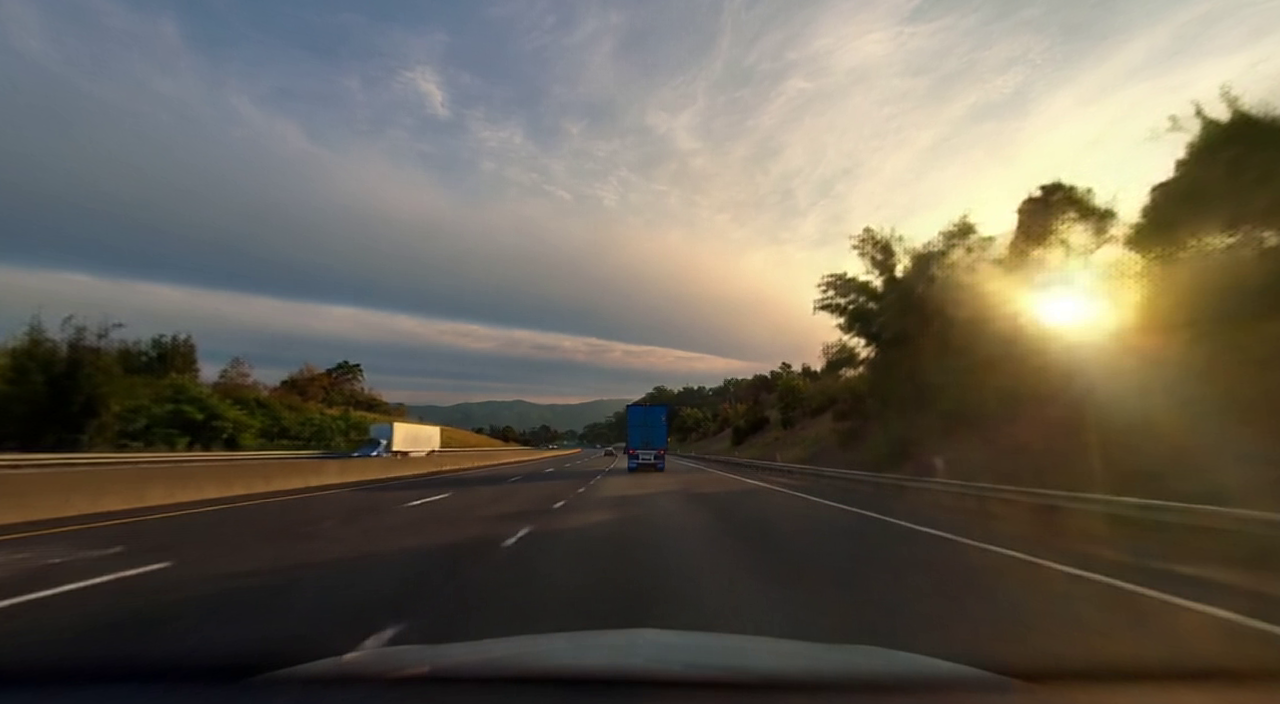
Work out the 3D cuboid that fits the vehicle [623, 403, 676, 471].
[{"bbox_3d":[0.402,5.887,42.784,3.055,4.009,10.972,0,-9,-2],"label":"vehicle"}]
